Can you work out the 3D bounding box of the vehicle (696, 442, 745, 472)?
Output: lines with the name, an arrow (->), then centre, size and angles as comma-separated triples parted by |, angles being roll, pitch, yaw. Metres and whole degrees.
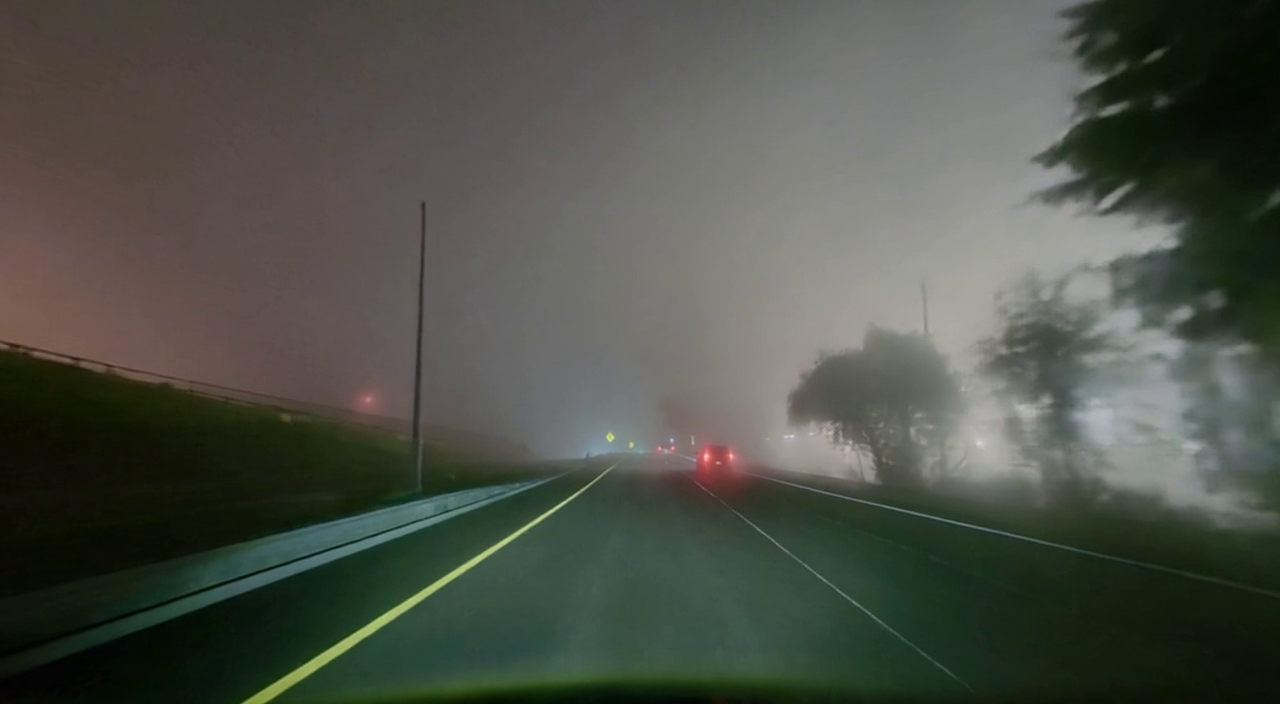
vehicle -> 4.269, 5.663, 34.190 | 2.042, 1.518, 4.477 | 0, -9, -1
